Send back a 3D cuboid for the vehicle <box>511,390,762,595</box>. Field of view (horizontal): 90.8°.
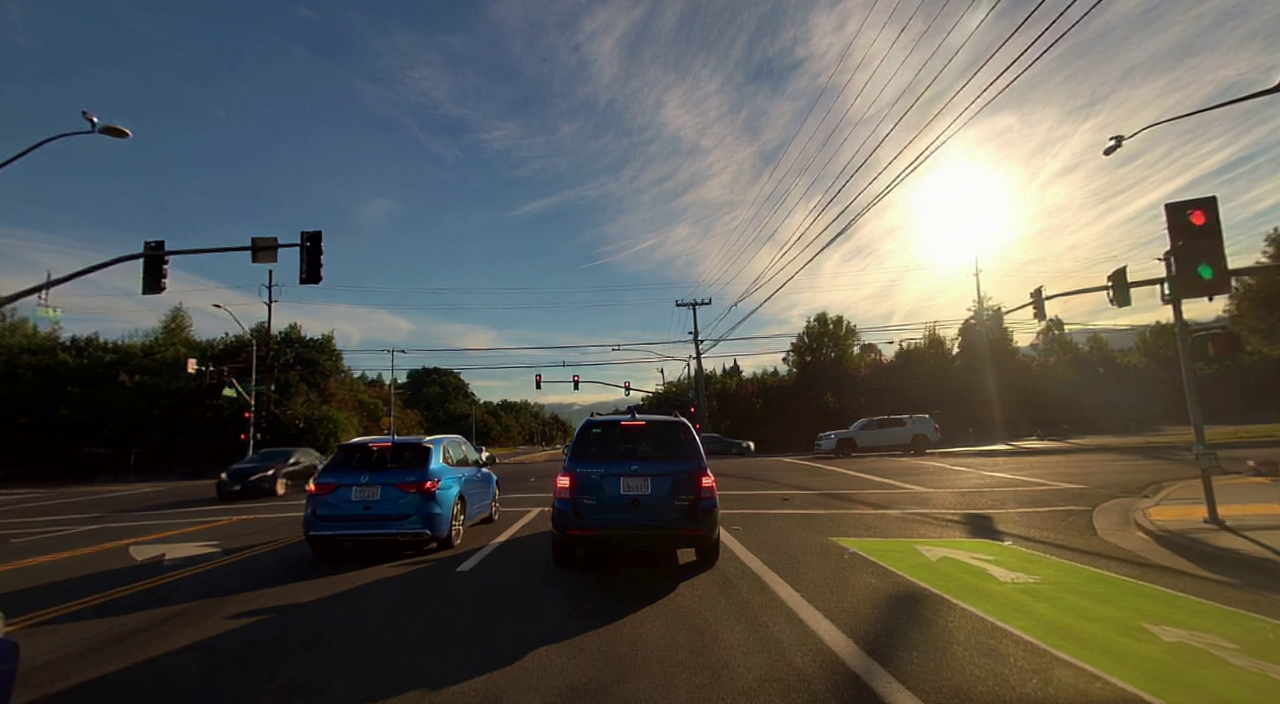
[{"bbox_3d":[-0.062,1.520,7.606,2.182,1.773,4.041,0,-8,-1],"label":"vehicle"}]

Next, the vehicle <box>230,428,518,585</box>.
[{"bbox_3d":[-2.934,1.768,8.007,1.969,1.486,3.702,0,-8,1],"label":"vehicle"}]

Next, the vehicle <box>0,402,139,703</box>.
[{"bbox_3d":[-3.350,0.659,0.441,1.928,1.488,4.936,0,-8,0],"label":"vehicle"}]

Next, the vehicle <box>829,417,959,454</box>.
[{"bbox_3d":[13.840,4.605,34.820,6.143,1.944,2.229,-1,-8,5],"label":"vehicle"}]
